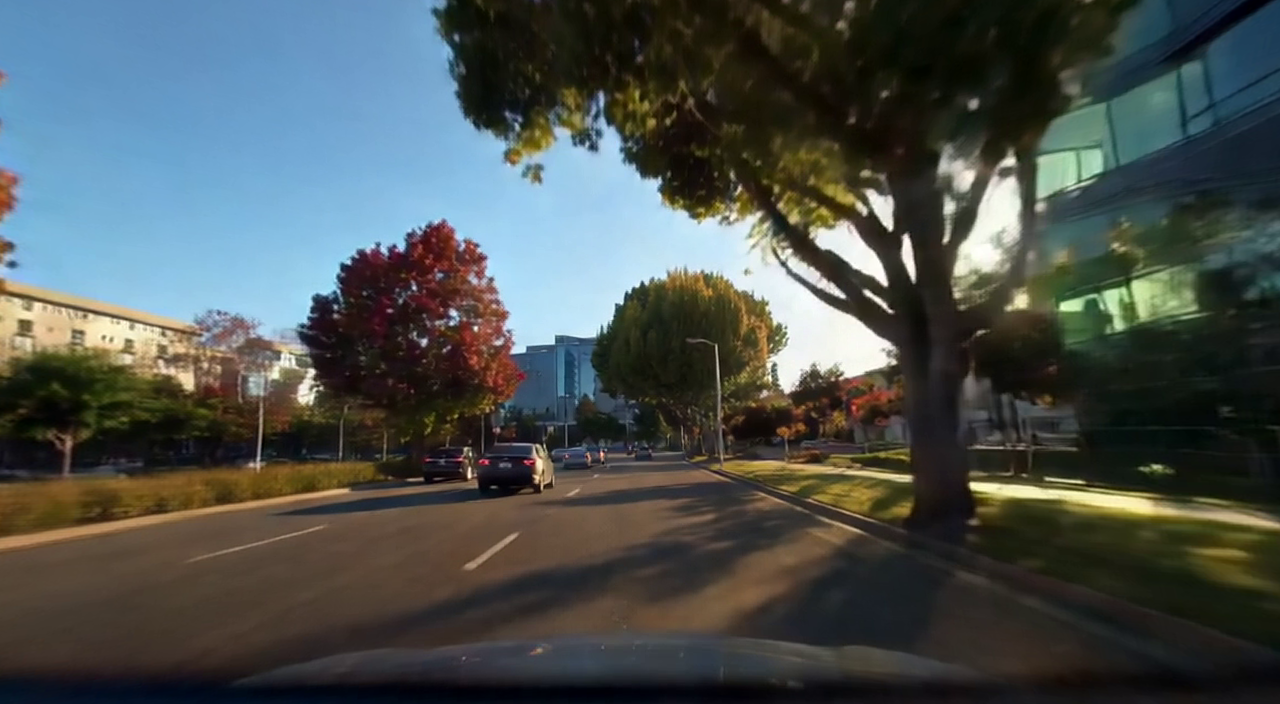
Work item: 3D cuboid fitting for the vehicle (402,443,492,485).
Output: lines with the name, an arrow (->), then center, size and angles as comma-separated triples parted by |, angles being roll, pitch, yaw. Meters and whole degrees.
vehicle -> -7.521, 4.388, 25.142 | 1.976, 1.497, 4.709 | 0, -8, 1

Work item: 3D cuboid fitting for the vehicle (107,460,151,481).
vehicle -> -39.602, 9.147, 48.947 | 4.381, 1.475, 1.960 | -8, -12, 43

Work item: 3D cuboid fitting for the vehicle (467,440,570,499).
vehicle -> -3.332, 3.318, 18.296 | 2.011, 1.483, 4.596 | 0, -8, 1

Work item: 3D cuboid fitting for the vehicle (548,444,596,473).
vehicle -> -3.508, 5.610, 33.516 | 1.971, 1.414, 4.317 | 0, -8, 1
